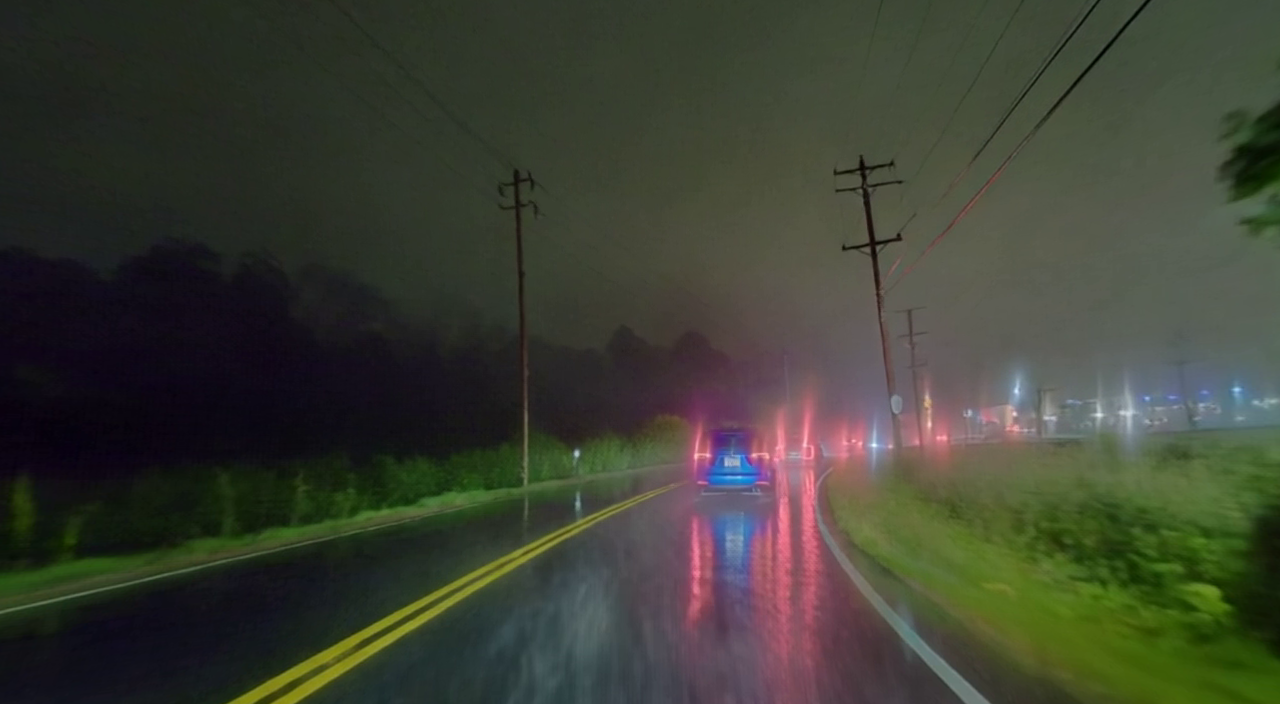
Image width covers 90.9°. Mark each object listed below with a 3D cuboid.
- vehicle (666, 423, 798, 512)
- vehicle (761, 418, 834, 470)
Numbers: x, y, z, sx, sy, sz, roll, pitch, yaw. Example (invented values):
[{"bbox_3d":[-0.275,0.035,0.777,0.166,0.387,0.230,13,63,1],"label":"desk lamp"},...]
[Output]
[{"bbox_3d":[2.153,2.403,13.572,2.157,1.565,4.243,-3,-9,17],"label":"vehicle"},{"bbox_3d":[7.444,4.270,29.283,2.376,2.145,5.953,-4,-9,22],"label":"vehicle"}]
